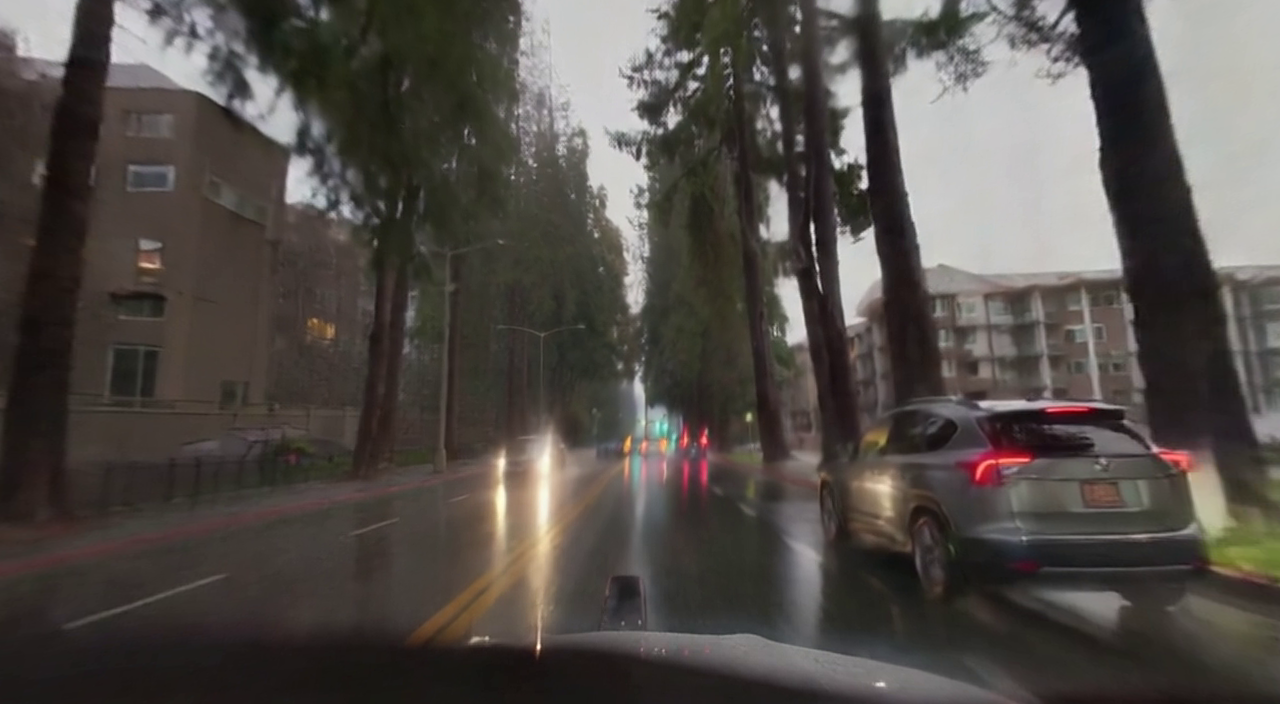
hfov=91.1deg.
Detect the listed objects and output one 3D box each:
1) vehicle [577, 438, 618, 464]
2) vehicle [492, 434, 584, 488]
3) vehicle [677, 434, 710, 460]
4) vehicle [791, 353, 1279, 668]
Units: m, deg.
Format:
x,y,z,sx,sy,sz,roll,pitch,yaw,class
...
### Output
x,y,z,sx,sy,sz,roll,pitch,yaw,class
-2.641,6.307,40.054,2.151,1.540,4.673,-1,-8,2,vehicle
-3.108,3.431,20.139,2.096,1.515,4.481,-1,-8,2,vehicle
3.914,7.036,46.708,2.069,1.791,4.422,0,-8,1,vehicle
3.301,1.301,6.388,2.219,1.881,5.104,0,-8,0,vehicle
